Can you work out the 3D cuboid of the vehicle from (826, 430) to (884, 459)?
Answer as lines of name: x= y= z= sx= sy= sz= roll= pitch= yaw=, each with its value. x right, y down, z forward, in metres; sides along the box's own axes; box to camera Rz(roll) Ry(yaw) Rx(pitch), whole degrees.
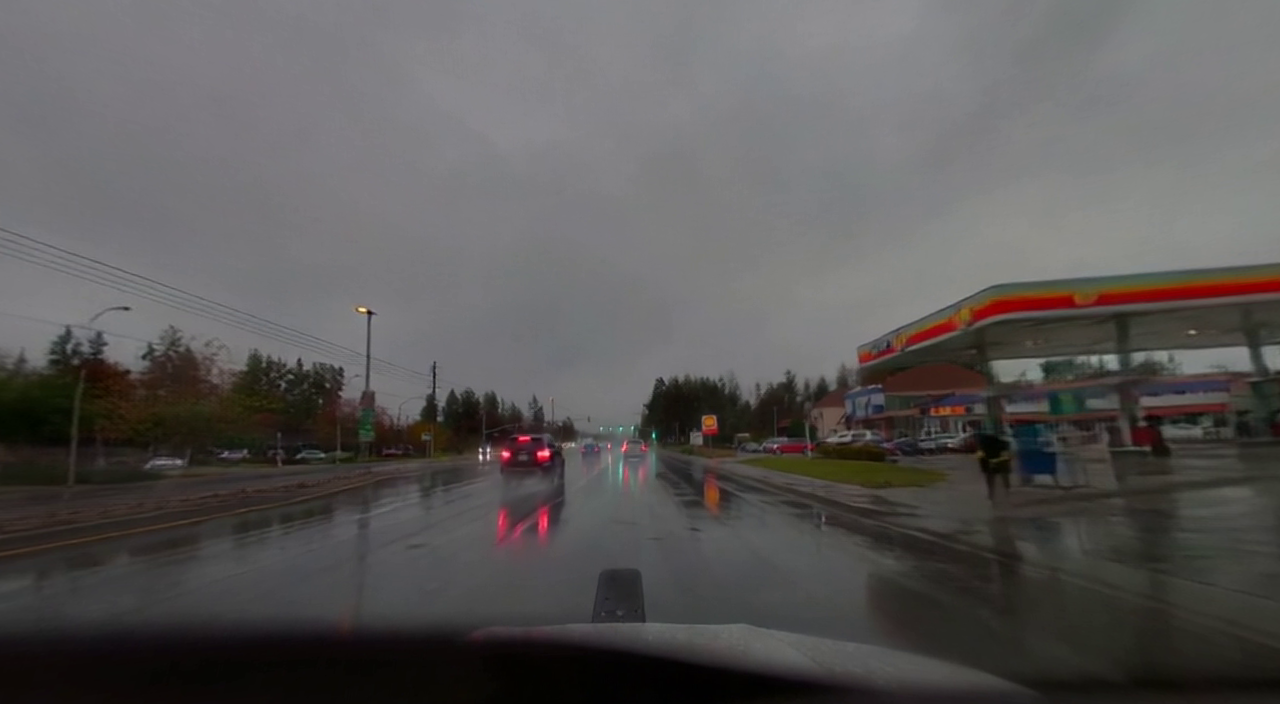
vehicle: x=14.366 y=6.251 z=42.547 sx=2.041 sy=1.793 sz=5.054 roll=0 pitch=-9 yaw=-1

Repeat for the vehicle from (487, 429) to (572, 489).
vehicle: x=-3.535 y=3.527 z=21.117 sx=1.985 sy=1.772 sz=4.479 roll=0 pitch=-8 yaw=0
